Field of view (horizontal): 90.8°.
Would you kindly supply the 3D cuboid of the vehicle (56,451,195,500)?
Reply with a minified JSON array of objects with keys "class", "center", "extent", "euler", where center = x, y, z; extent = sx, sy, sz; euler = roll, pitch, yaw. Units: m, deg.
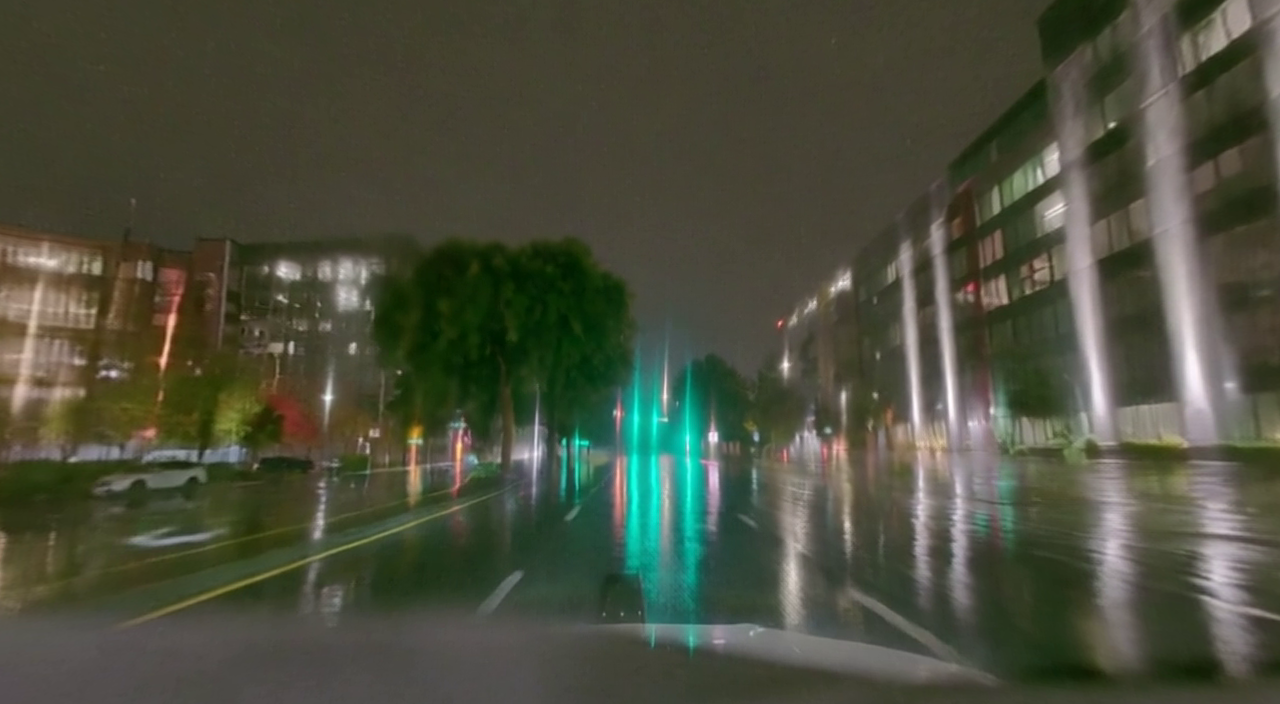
[{"class":"vehicle","center":[-21.895,5.226,27.209],"extent":[1.922,1.821,4.729],"euler":[0,-8,0]}]

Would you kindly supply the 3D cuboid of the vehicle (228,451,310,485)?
[{"class":"vehicle","center":[-22.156,6.886,37.954],"extent":[2.043,1.816,4.776],"euler":[0,-8,-1]}]

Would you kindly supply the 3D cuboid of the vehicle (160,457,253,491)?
[{"class":"vehicle","center":[-22.013,6.189,32.307],"extent":[1.897,1.462,4.278],"euler":[0,-8,-3]}]

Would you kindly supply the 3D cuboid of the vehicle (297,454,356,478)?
[{"class":"vehicle","center":[-21.967,7.977,44.444],"extent":[1.841,1.505,4.664],"euler":[0,-8,-1]}]
